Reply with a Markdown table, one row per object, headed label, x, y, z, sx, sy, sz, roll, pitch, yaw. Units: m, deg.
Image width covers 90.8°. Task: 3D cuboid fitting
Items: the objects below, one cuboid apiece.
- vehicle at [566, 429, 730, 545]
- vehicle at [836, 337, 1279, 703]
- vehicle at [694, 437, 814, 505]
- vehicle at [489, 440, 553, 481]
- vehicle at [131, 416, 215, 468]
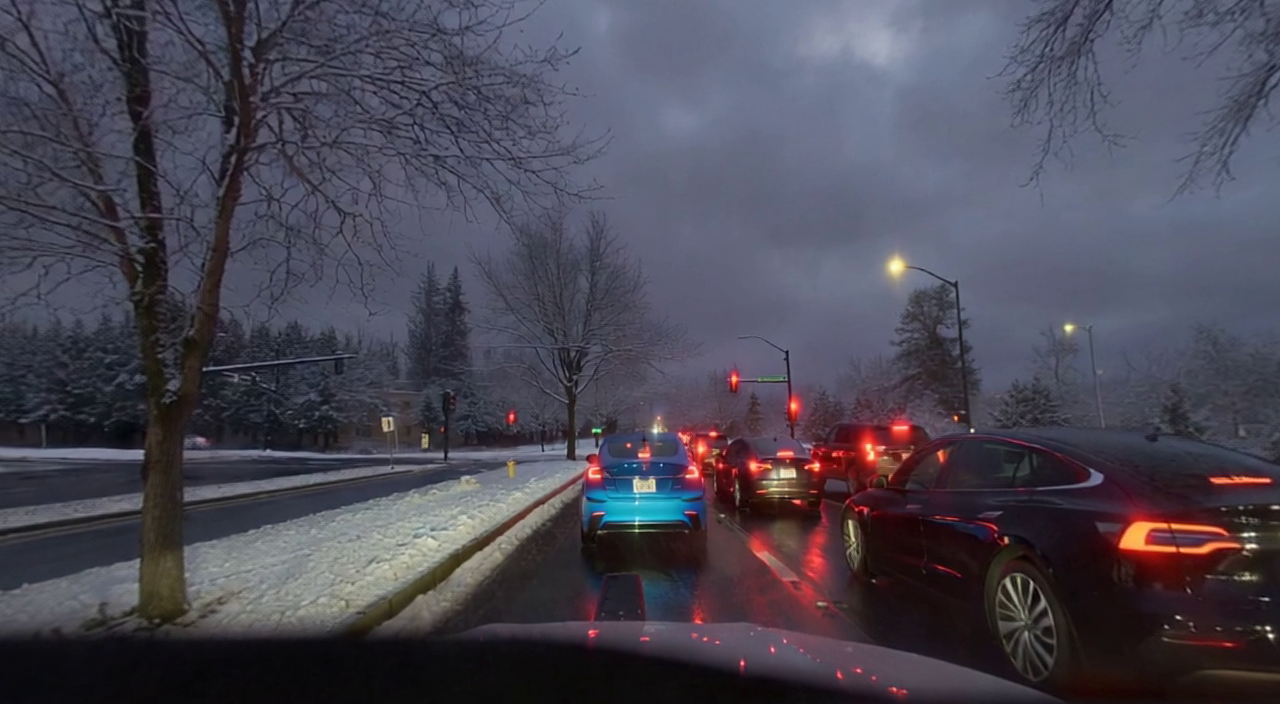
| label | x | y | z | sx | sy | sz | roll | pitch | yaw |
| --- | --- | --- | --- | --- | --- | --- | --- | --- | --- |
| vehicle | 0.025 | 2.084 | 10.460 | 2.147 | 1.499 | 4.240 | 0 | -8 | -2 |
| vehicle | 3.182 | 1.104 | 4.293 | 2.167 | 1.676 | 4.443 | 0 | -8 | -1 |
| vehicle | 2.690 | 2.930 | 16.036 | 2.058 | 1.466 | 4.208 | 0 | -8 | -3 |
| vehicle | -4.643 | 4.288 | 25.255 | 1.972 | 1.457 | 4.171 | 0 | -8 | -4 |
| vehicle | -29.259 | 5.627 | 39.691 | 2.608 | 2.990 | 3.026 | 2 | -8 | 3 |
